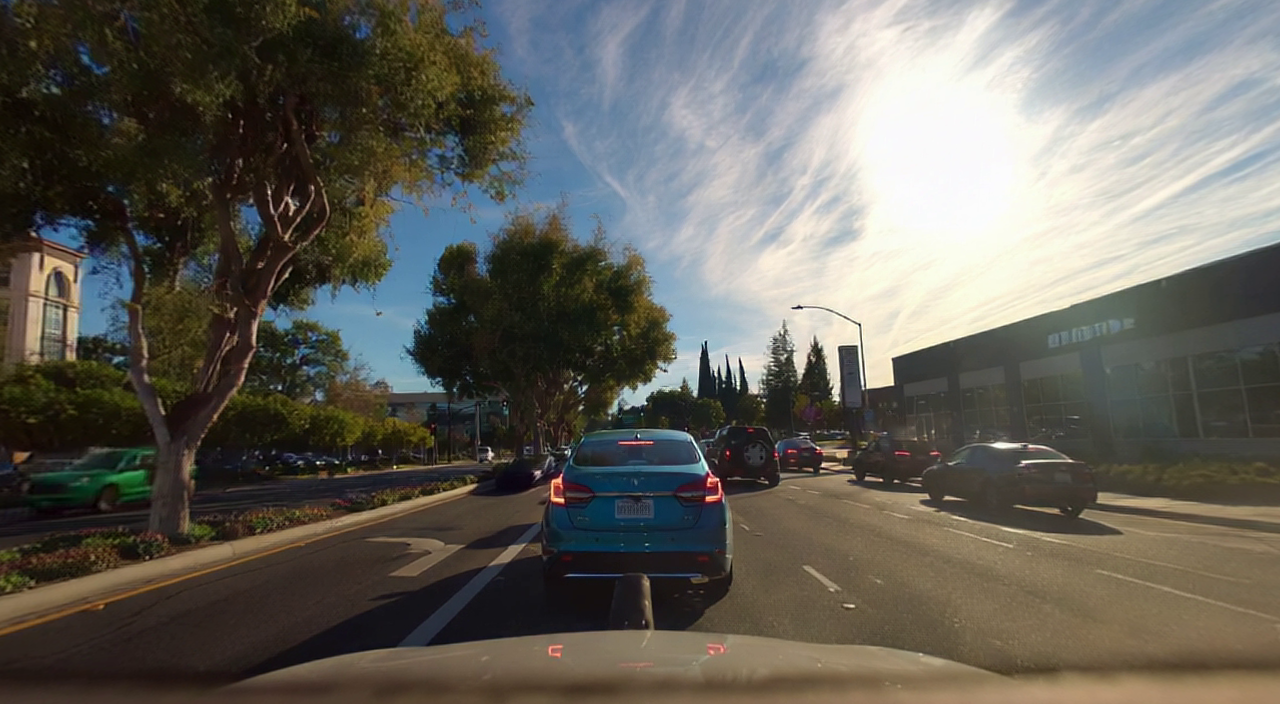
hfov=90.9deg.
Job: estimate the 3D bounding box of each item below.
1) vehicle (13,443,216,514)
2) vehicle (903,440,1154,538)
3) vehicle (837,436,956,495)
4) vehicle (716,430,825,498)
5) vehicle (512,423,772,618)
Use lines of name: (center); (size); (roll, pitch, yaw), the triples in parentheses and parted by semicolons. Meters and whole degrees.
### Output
vehicle: (-14.741, 3.510, 18.128); (2.163, 1.743, 4.428); (0, -8, -4)
vehicle: (6.845, 2.408, 11.842); (1.911, 1.468, 4.417); (0, -8, 0)
vehicle: (7.944, 3.524, 20.045); (1.963, 1.637, 4.527); (0, -8, 1)
vehicle: (3.631, 3.203, 18.470); (2.114, 1.736, 4.553); (0, -8, -1)
vehicle: (-0.014, 1.611, 7.058); (1.977, 1.465, 4.376); (0, -8, -1)
